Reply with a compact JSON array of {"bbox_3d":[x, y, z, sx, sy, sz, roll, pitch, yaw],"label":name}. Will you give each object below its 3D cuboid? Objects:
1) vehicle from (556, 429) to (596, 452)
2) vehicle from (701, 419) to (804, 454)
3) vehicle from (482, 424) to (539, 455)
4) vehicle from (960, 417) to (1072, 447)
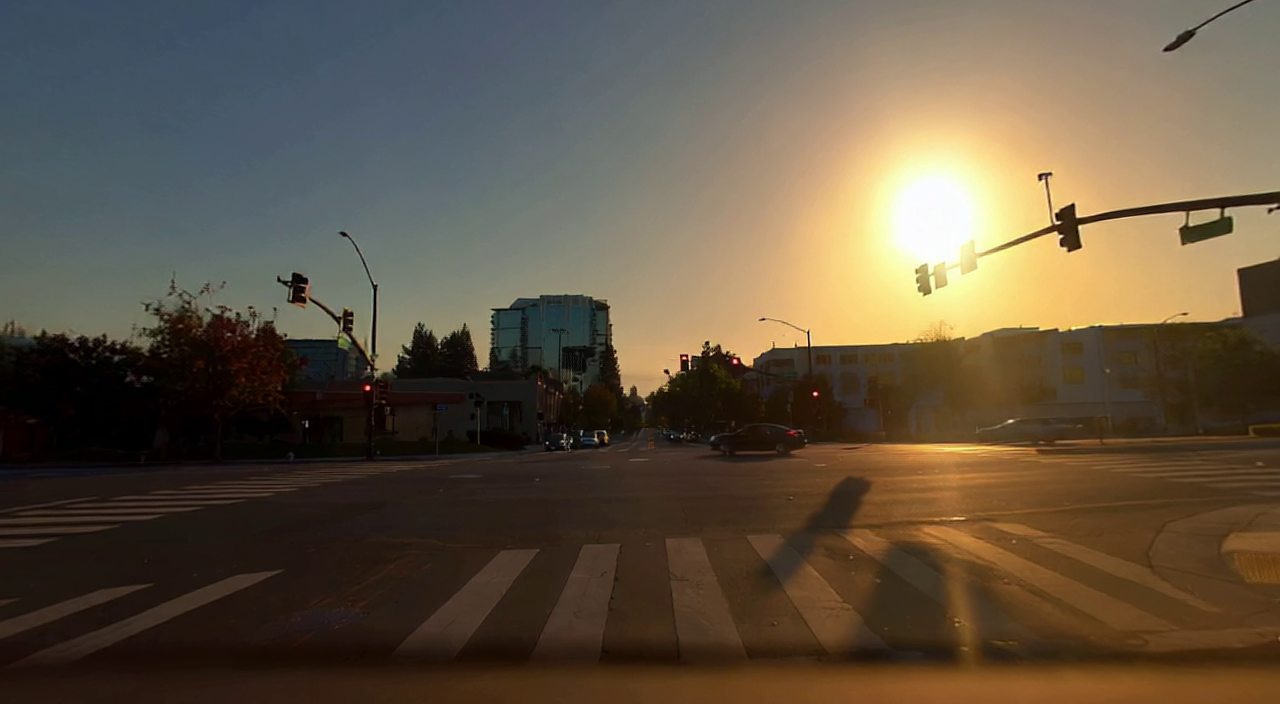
[{"bbox_3d":[-4.387,6.168,43.768,1.919,1.467,4.086,-1,-9,6],"label":"vehicle"},{"bbox_3d":[5.262,4.019,29.806,4.407,1.569,1.859,1,-9,-5],"label":"vehicle"},{"bbox_3d":[-8.290,5.733,40.892,2.000,1.864,5.044,-1,-9,7],"label":"vehicle"},{"bbox_3d":[18.721,4.041,31.503,4.510,1.431,1.884,1,-9,-7],"label":"vehicle"}]
